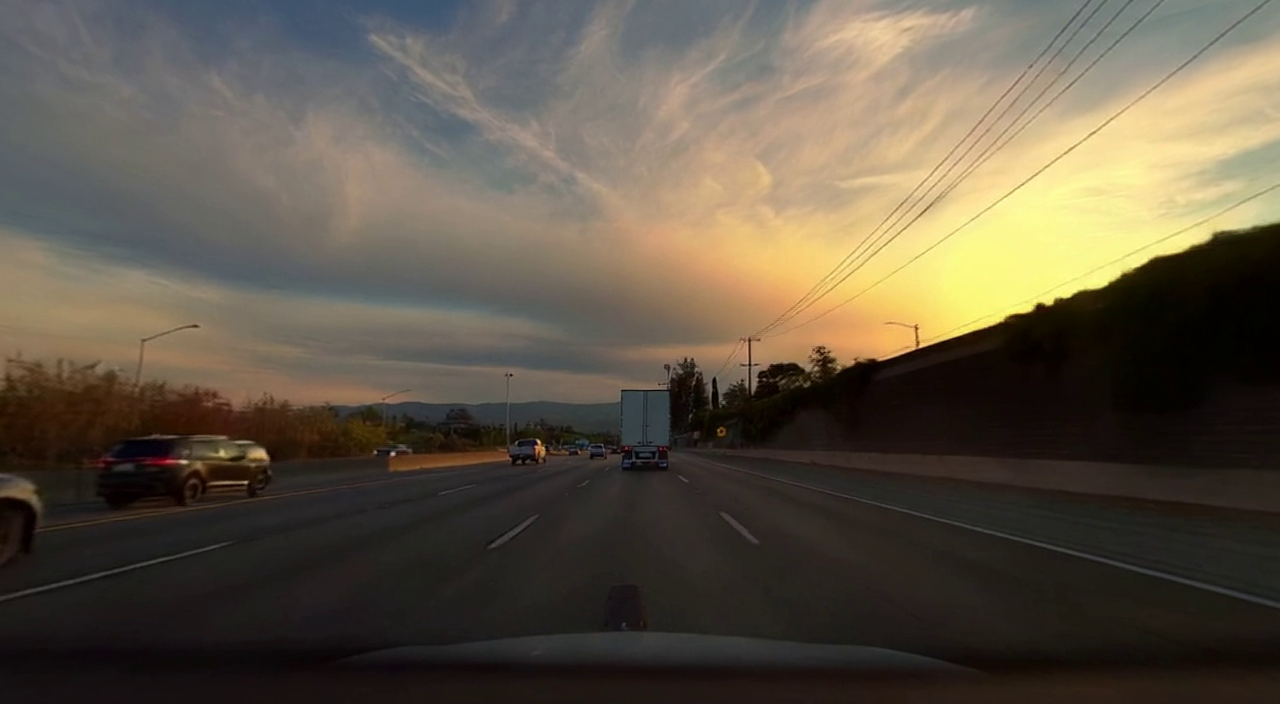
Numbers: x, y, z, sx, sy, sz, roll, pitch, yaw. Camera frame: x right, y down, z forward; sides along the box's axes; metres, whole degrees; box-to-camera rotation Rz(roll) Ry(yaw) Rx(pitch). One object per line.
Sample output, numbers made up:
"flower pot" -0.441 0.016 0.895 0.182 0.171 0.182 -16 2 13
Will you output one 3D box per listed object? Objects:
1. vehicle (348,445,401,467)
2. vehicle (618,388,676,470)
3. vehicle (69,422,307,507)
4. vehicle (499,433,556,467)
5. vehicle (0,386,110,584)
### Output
"vehicle" -18.006 7.044 43.000 1.862 1.446 3.826 0 -8 2
"vehicle" 0.596 4.650 37.047 2.879 4.027 11.243 -1 -8 2
"vehicle" -11.012 2.779 16.074 2.010 1.766 5.365 0 -8 1
"vehicle" -6.736 5.948 38.450 2.263 1.936 5.802 0 -8 1
"vehicle" -7.143 1.028 4.390 2.197 1.847 5.364 0 -8 0
